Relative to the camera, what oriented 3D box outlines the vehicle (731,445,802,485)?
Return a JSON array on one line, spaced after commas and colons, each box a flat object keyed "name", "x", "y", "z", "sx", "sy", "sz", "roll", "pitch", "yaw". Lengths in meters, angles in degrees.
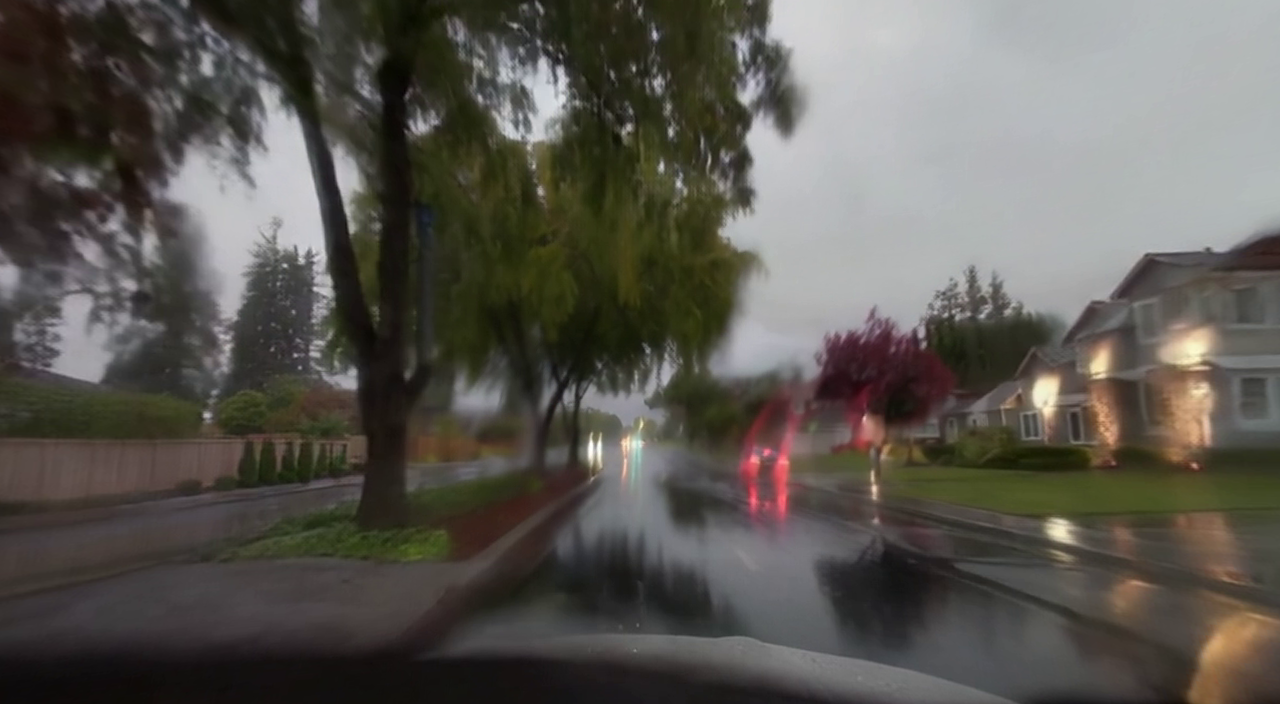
[{"name": "vehicle", "x": 5.041, "y": 4.575, "z": 25.869, "sx": 1.904, "sy": 1.475, "sz": 4.386, "roll": 0, "pitch": -8, "yaw": -1}]
